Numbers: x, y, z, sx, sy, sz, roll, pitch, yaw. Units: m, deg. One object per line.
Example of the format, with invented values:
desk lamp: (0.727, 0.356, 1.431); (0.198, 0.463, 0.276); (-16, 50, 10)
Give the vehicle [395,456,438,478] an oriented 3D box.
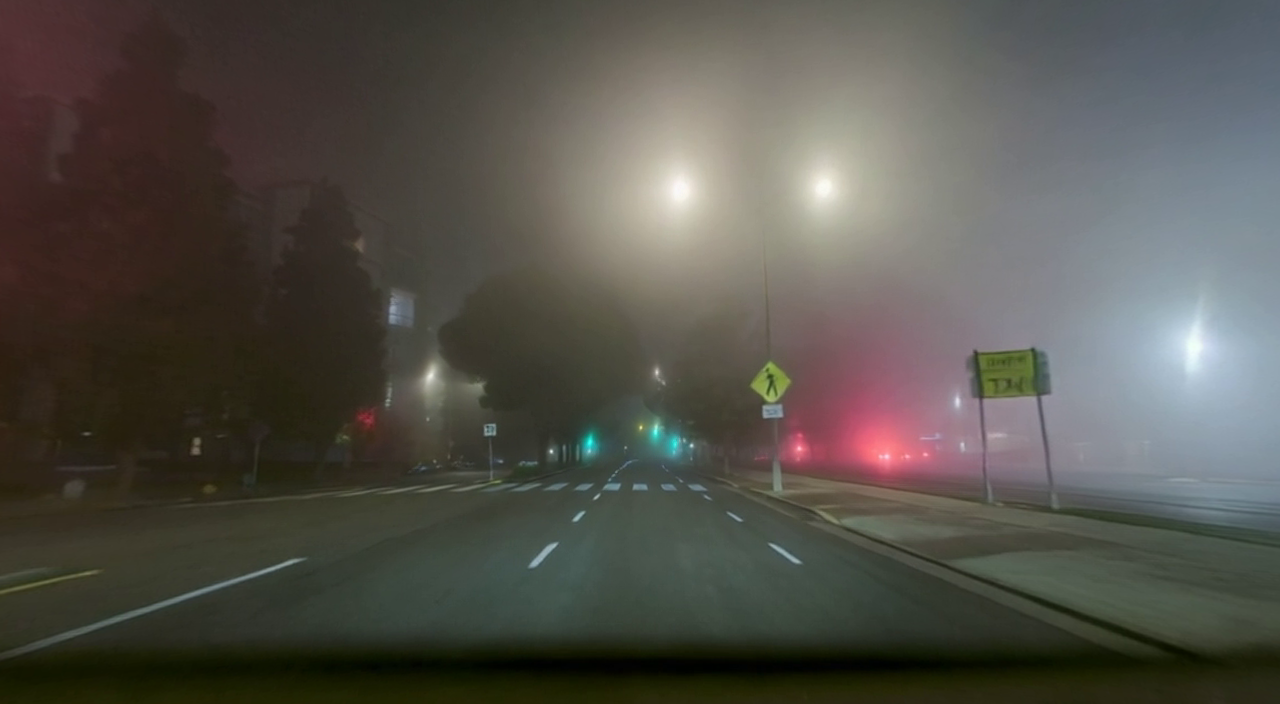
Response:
vehicle: (-16.693, 8.604, 47.229); (1.810, 1.478, 4.233); (-3, -10, -1)
